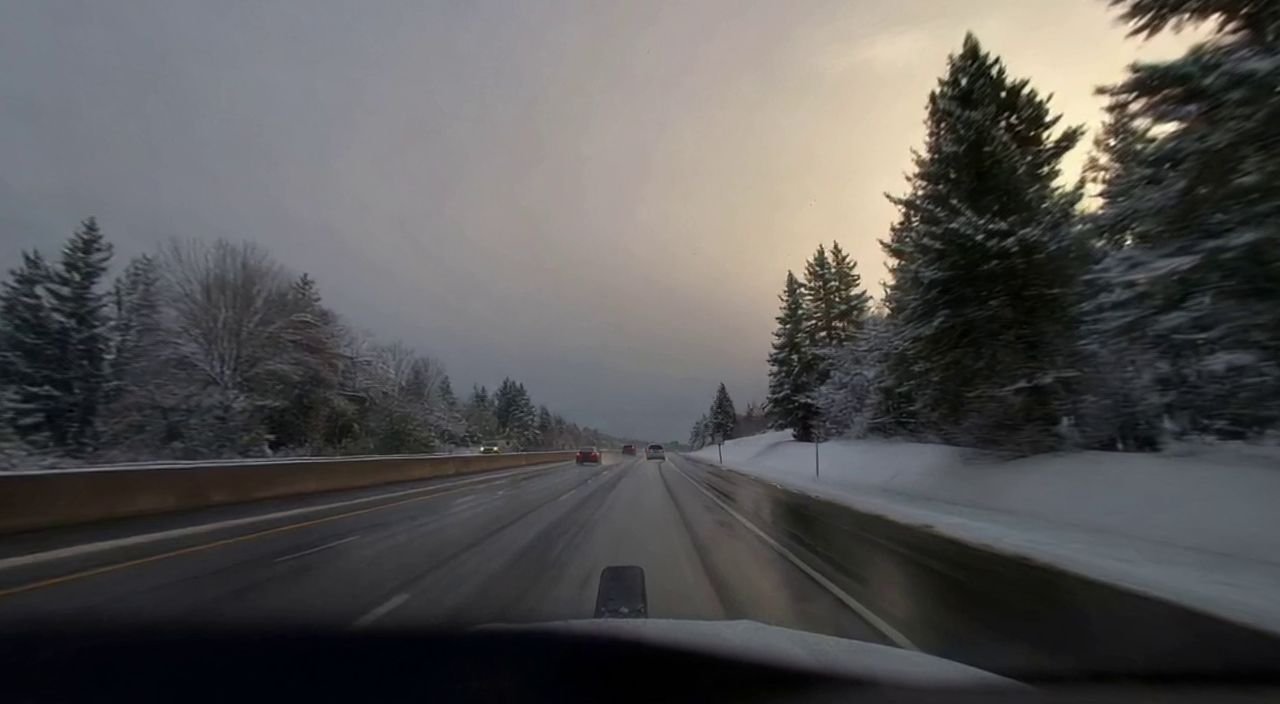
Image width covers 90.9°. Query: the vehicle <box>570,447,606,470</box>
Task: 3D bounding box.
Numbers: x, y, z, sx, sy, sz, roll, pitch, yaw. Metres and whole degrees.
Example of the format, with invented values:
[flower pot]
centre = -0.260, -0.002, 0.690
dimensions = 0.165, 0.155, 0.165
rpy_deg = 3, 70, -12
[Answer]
[vehicle]
centre = -3.509, 7.214, 42.851
dimensions = 2.033, 1.449, 3.957
rpy_deg = 0, -9, 1
